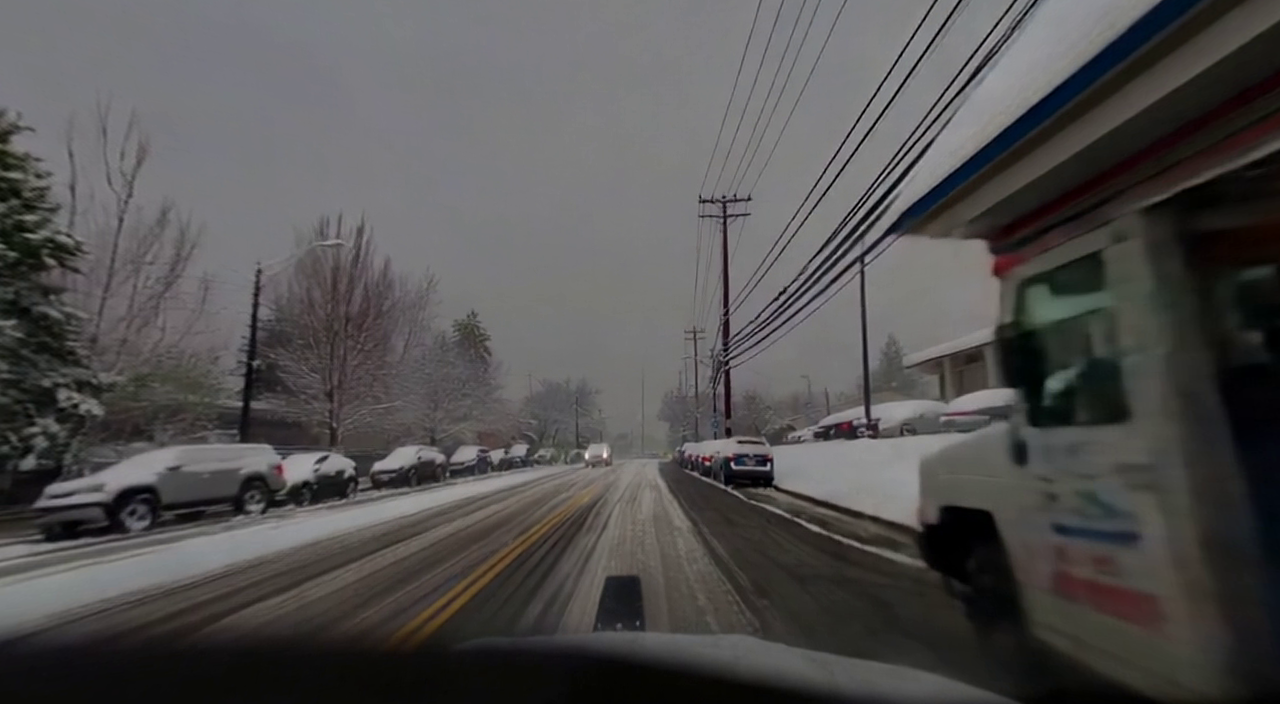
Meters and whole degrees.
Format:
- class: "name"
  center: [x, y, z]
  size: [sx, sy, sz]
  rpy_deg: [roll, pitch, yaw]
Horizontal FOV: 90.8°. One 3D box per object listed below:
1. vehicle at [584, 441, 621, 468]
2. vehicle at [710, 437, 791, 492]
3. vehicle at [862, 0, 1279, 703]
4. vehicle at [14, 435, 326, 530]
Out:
- class: "vehicle"
  center: [-2.565, 7.132, 44.321]
  size: [2.103, 1.721, 4.473]
  rpy_deg: [-1, -7, 3]
- class: "vehicle"
  center: [3.616, 3.737, 21.515]
  size: [1.936, 1.641, 4.434]
  rpy_deg: [0, -7, 0]
- class: "vehicle"
  center: [3.180, -0.188, 0.589]
  size: [2.886, 3.321, 7.809]
  rpy_deg: [0, -7, -1]
- class: "vehicle"
  center: [-10.186, 2.838, 14.371]
  size: [5.093, 1.855, 2.338]
  rpy_deg: [3, -8, -19]
